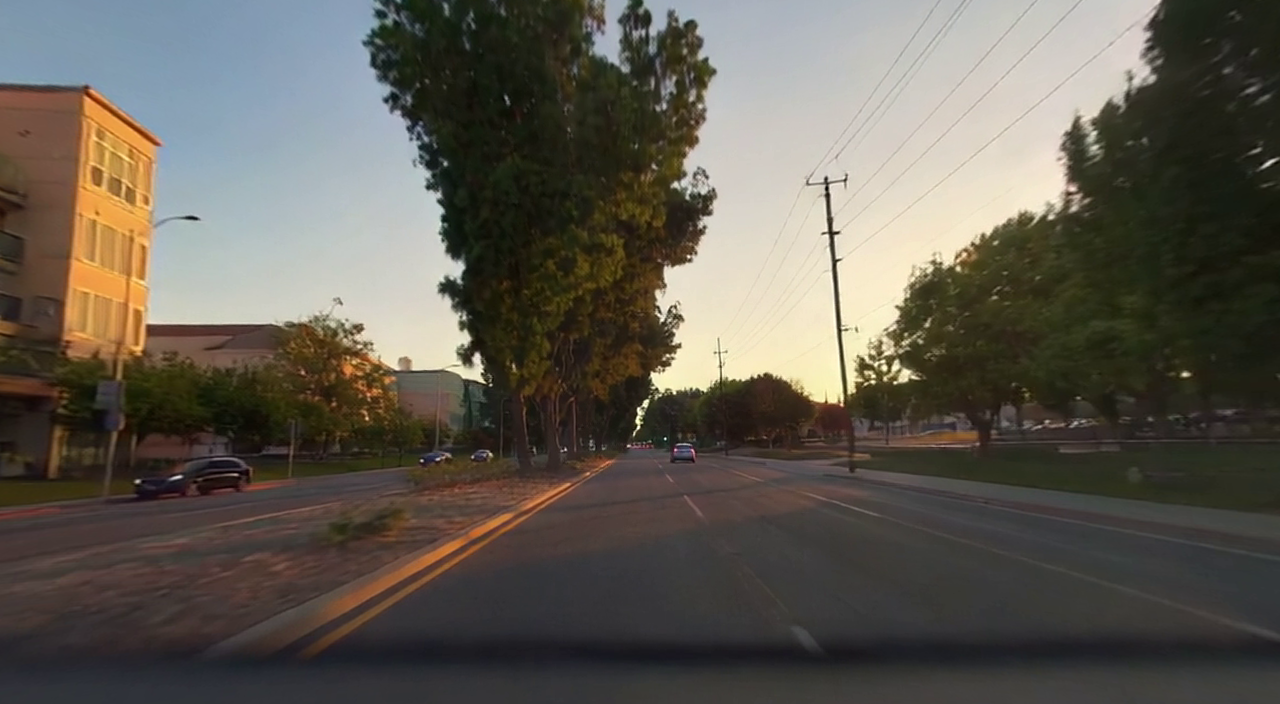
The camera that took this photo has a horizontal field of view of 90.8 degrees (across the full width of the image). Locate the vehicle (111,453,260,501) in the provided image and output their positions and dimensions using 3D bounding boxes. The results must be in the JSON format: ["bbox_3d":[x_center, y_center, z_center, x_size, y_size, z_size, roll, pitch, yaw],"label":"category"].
[{"bbox_3d":[-17.018,4.666,24.037,1.973,1.536,4.871,0,-8,1],"label":"vehicle"}]

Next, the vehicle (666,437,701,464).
[{"bbox_3d":[3.085,7.147,46.135,2.085,1.828,5.383,0,-8,-1],"label":"vehicle"}]
